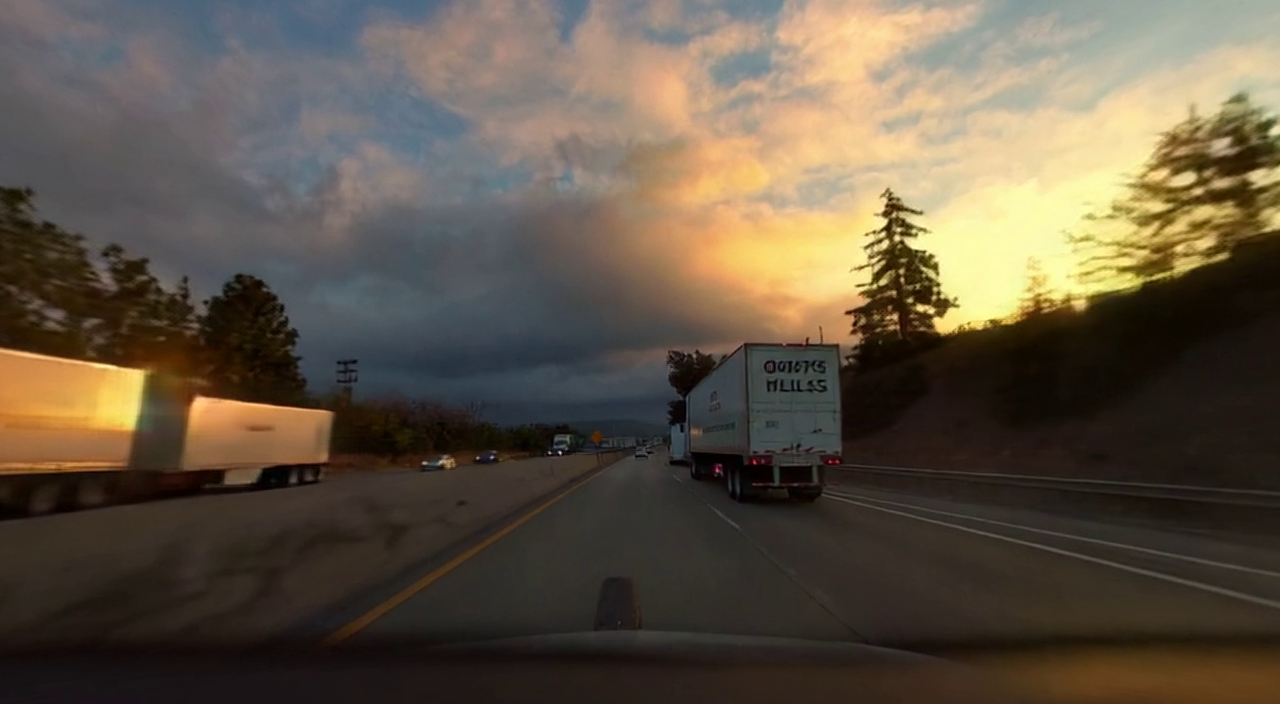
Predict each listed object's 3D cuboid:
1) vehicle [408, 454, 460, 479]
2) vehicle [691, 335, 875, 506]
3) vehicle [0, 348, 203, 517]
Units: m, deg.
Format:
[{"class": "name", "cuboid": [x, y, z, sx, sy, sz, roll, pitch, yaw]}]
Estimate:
[{"class": "vehicle", "cuboid": [-12.695, 7.077, 39.023, 1.831, 1.460, 4.183, 0, -9, 0]}, {"class": "vehicle", "cuboid": [3.914, 2.690, 21.907, 2.926, 4.060, 14.068, 0, -9, -1]}, {"class": "vehicle", "cuboid": [-17.056, 1.958, 15.264, 2.807, 4.089, 13.887, 0, -9, 0]}]
